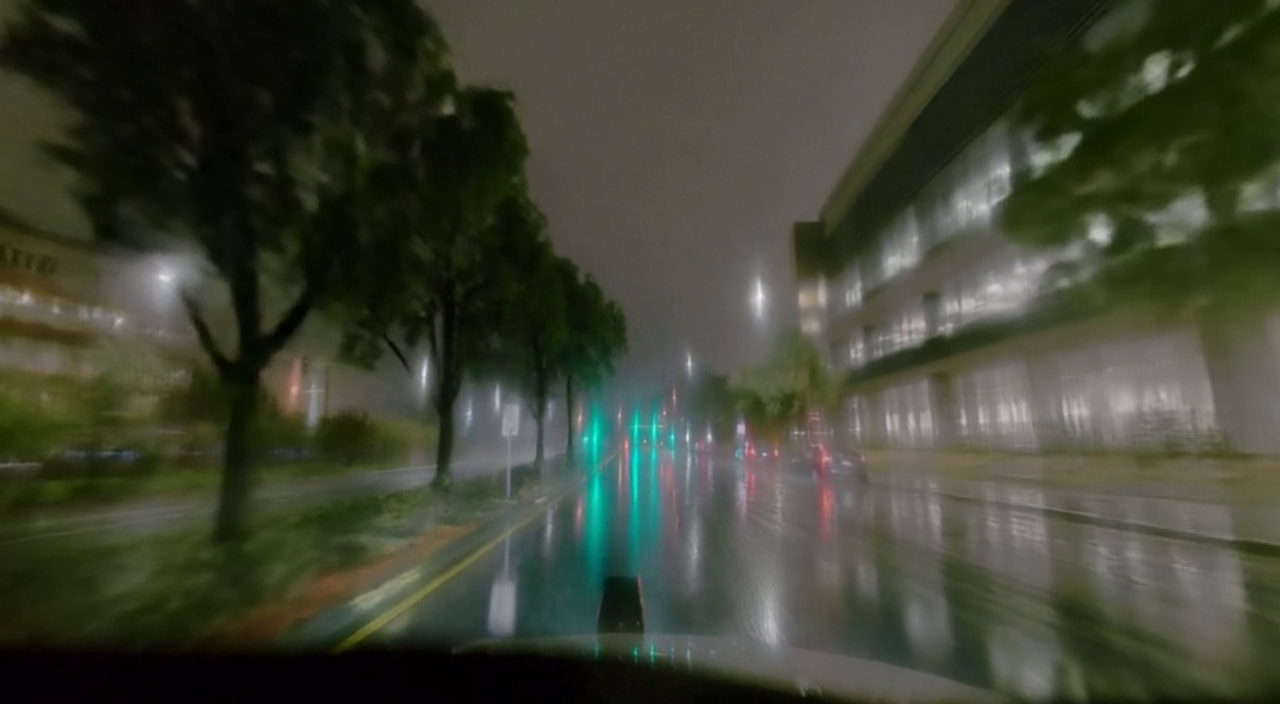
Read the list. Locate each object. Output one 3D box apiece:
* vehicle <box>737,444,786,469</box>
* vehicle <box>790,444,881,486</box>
[{"bbox_3d":[7.428,6.434,39.110,2.024,1.447,4.665,0,-8,-1],"label":"vehicle"},{"bbox_3d":[7.435,4.316,24.546,1.991,1.446,4.685,0,-8,-1],"label":"vehicle"}]
